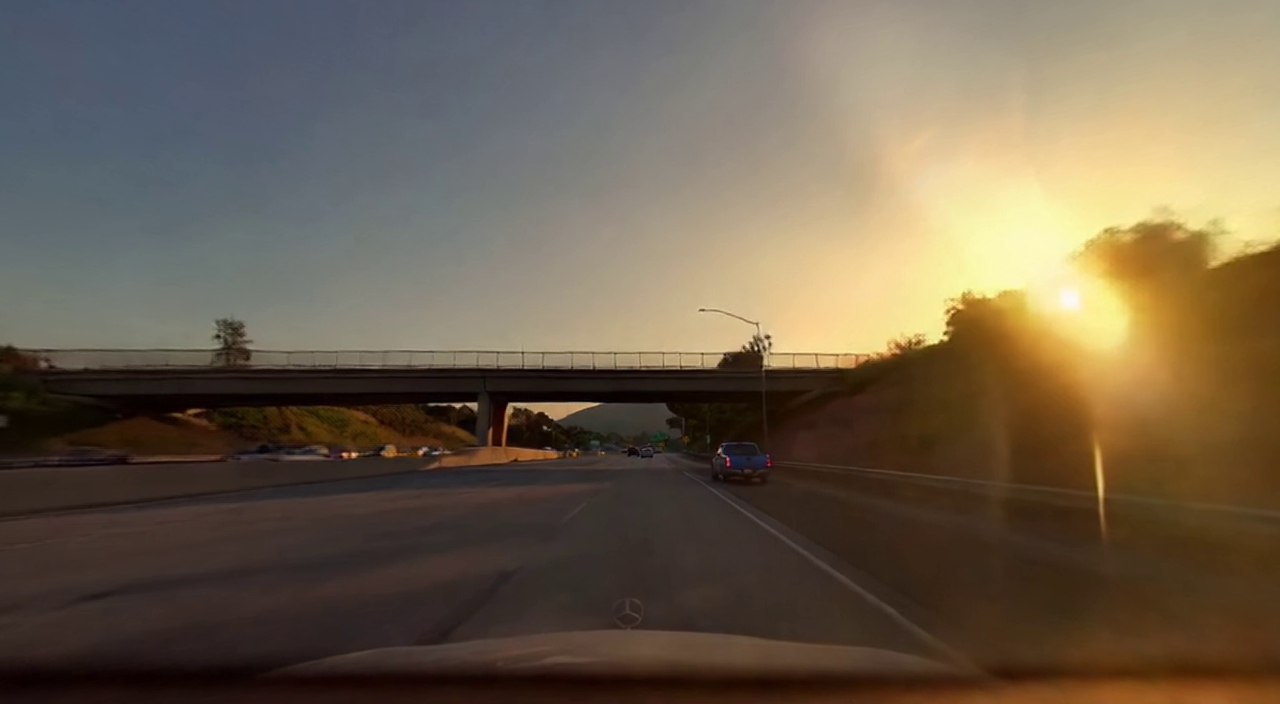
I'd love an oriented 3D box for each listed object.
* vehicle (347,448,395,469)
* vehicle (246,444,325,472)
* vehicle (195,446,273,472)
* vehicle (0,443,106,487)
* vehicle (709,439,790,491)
[{"bbox_3d":[-19.730,7.811,46.378,1.788,1.380,3.674,0,-8,3],"label":"vehicle"},{"bbox_3d":[-20.132,6.019,36.085,1.871,1.482,4.368,0,-8,2],"label":"vehicle"},{"bbox_3d":[-23.748,6.246,37.061,1.682,1.398,4.233,0,-8,1],"label":"vehicle"},{"bbox_3d":[-21.061,3.881,22.002,1.656,1.407,3.479,0,-8,2],"label":"vehicle"},{"bbox_3d":[3.767,3.966,22.603,2.010,1.637,4.940,0,-8,0],"label":"vehicle"}]
